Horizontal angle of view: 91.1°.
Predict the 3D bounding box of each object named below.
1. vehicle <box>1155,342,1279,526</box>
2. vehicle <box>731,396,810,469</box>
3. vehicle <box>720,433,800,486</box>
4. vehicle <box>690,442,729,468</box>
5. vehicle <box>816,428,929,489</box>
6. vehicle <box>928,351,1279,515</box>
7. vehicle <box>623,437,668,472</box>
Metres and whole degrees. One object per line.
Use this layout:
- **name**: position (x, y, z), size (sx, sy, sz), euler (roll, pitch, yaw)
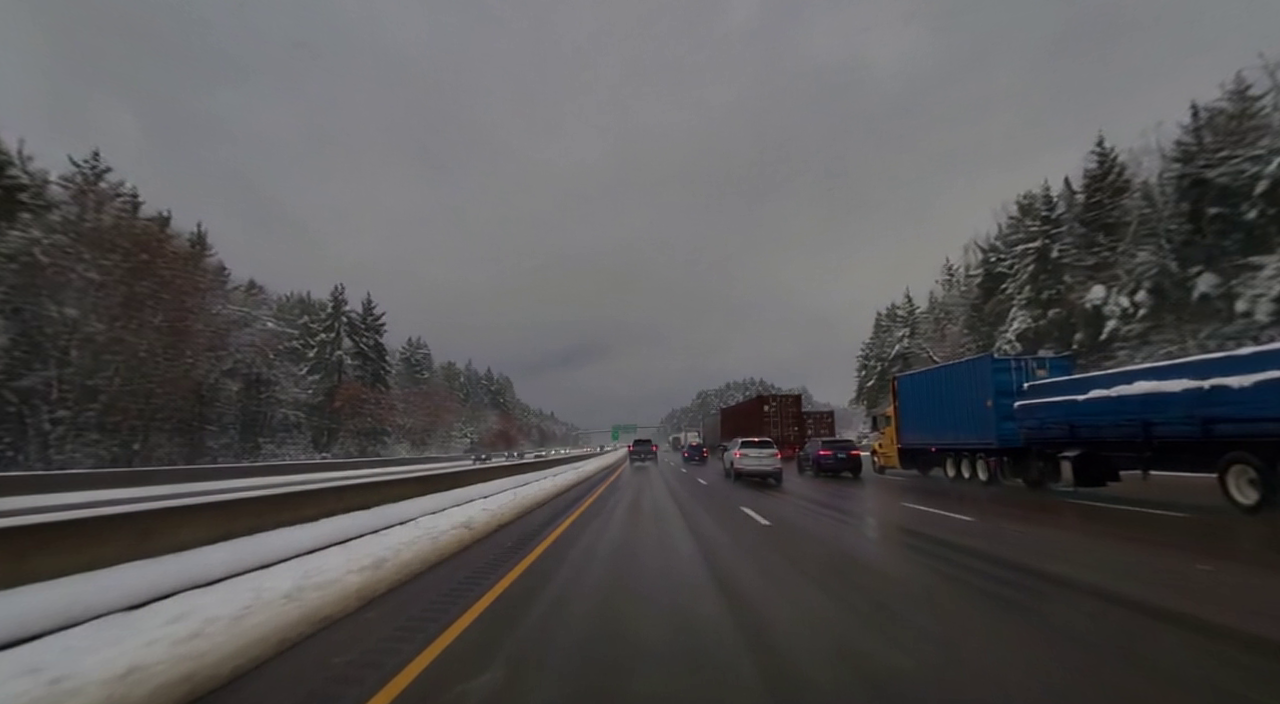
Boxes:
- **vehicle**: position (11.648, 1.066, 8.424), size (2.693, 2.922, 7.759), euler (0, -8, -1)
- **vehicle**: position (7.874, 5.114, 39.342), size (2.784, 4.002, 9.298), euler (0, -8, -1)
- **vehicle**: position (4.110, 3.762, 22.261), size (1.972, 1.693, 4.139), euler (0, -8, 0)
- **vehicle**: position (4.175, 6.289, 38.481), size (1.888, 1.501, 4.608), euler (0, -8, 0)
- **vehicle**: position (7.661, 3.555, 21.289), size (1.985, 1.835, 4.681), euler (0, -8, -1)
- **vehicle**: position (11.658, 2.292, 17.301), size (2.786, 3.226, 9.750), euler (0, -8, 0)
- **vehicle**: position (0.266, 5.538, 34.096), size (2.313, 1.736, 4.215), euler (0, -8, 0)
